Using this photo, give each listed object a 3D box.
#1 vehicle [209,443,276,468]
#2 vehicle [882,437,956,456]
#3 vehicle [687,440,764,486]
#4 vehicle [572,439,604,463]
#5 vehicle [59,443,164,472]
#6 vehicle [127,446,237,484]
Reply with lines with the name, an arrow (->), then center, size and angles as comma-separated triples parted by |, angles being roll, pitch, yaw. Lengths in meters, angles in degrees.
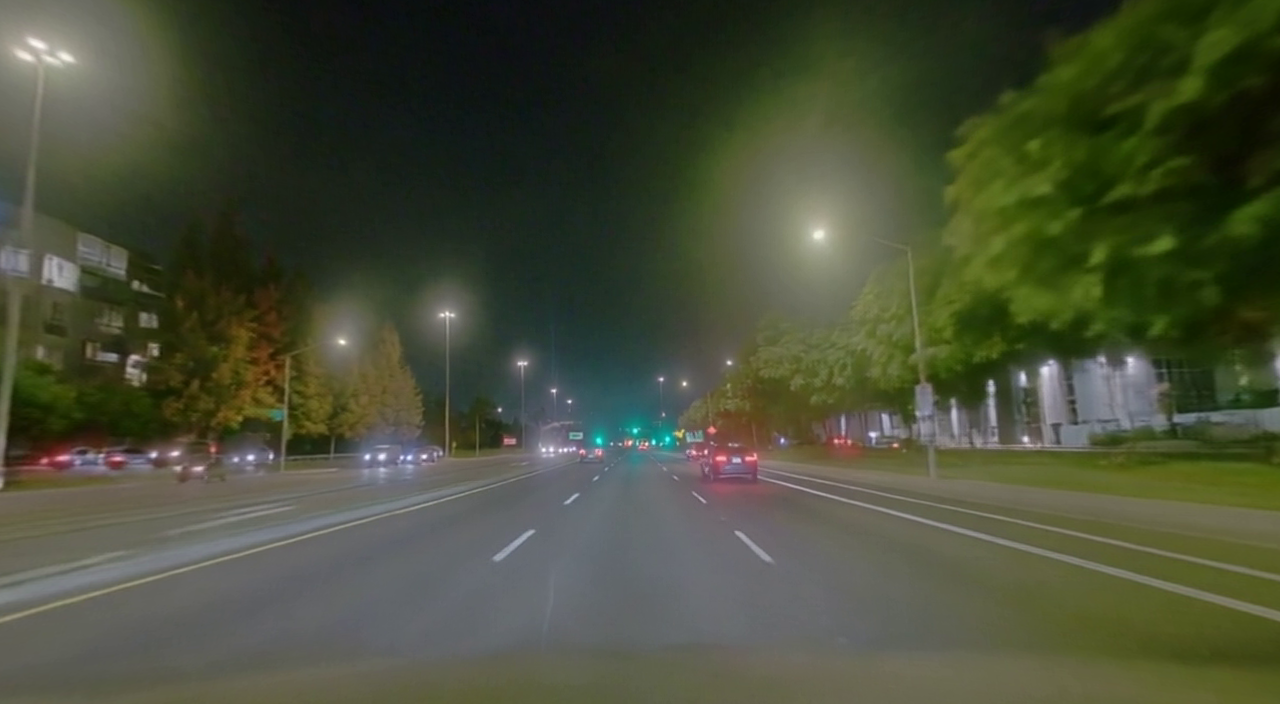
vehicle -> -30.026, 7.818, 47.774 | 3.855, 1.693, 1.875 | -2, -8, 1
vehicle -> 21.554, 7.322, 48.893 | 4.748, 1.451, 2.089 | 0, -8, -1
vehicle -> 2.882, 3.816, 22.188 | 1.966, 1.449, 4.290 | 0, -8, -2
vehicle -> -3.769, 7.227, 46.368 | 1.935, 1.617, 4.045 | 0, -8, 0
vehicle -> -30.554, 6.091, 36.627 | 4.278, 1.625, 1.974 | 0, -8, -1
vehicle -> -22.457, 5.507, 31.258 | 1.926, 1.681, 4.601 | 0, -8, 1
